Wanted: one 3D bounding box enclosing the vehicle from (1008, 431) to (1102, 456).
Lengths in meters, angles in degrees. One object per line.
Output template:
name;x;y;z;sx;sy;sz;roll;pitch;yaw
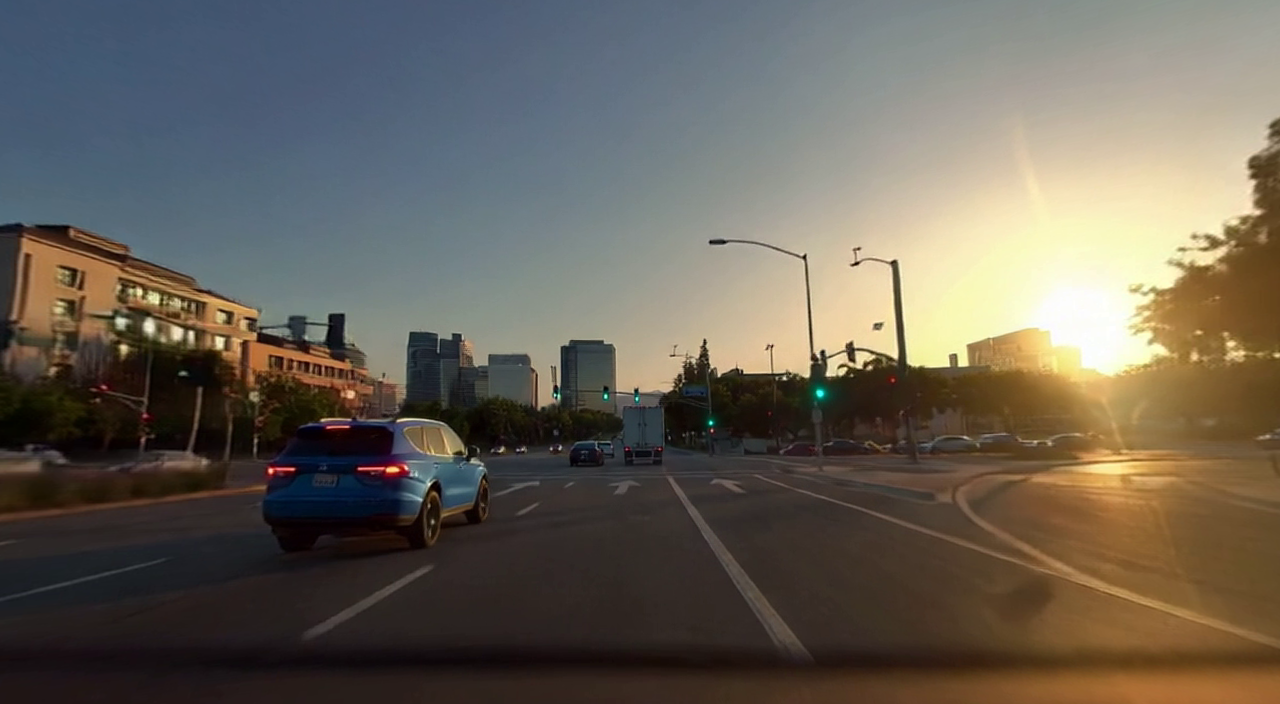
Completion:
vehicle;31.207;6.907;47.304;5.530;1.827;2.161;0;-9;0

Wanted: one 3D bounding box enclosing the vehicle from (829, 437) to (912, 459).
vehicle;16.198;6.788;44.326;4.983;1.511;2.077;0;-9;0

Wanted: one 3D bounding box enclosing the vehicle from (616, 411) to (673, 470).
vehicle;0.331;5.169;36.487;2.993;3.051;6.692;0;-9;1

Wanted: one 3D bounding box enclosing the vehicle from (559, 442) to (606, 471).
vehicle;-3.087;5.715;34.495;2.023;1.483;4.143;0;-9;2

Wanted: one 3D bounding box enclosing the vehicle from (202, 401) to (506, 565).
vehicle;-3.757;1.834;9.587;2.178;1.826;4.933;0;-9;2

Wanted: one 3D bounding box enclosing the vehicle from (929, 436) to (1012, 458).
vehicle;23.277;6.742;44.379;4.716;1.494;2.001;0;-9;1

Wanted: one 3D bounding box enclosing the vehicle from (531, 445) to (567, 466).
vehicle;-6.610;7.540;45.983;1.933;1.477;4.119;0;-9;1

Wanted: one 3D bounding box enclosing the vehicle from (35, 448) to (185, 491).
vehicle;-24.989;5.508;29.975;2.199;1.848;5.628;0;-9;1
